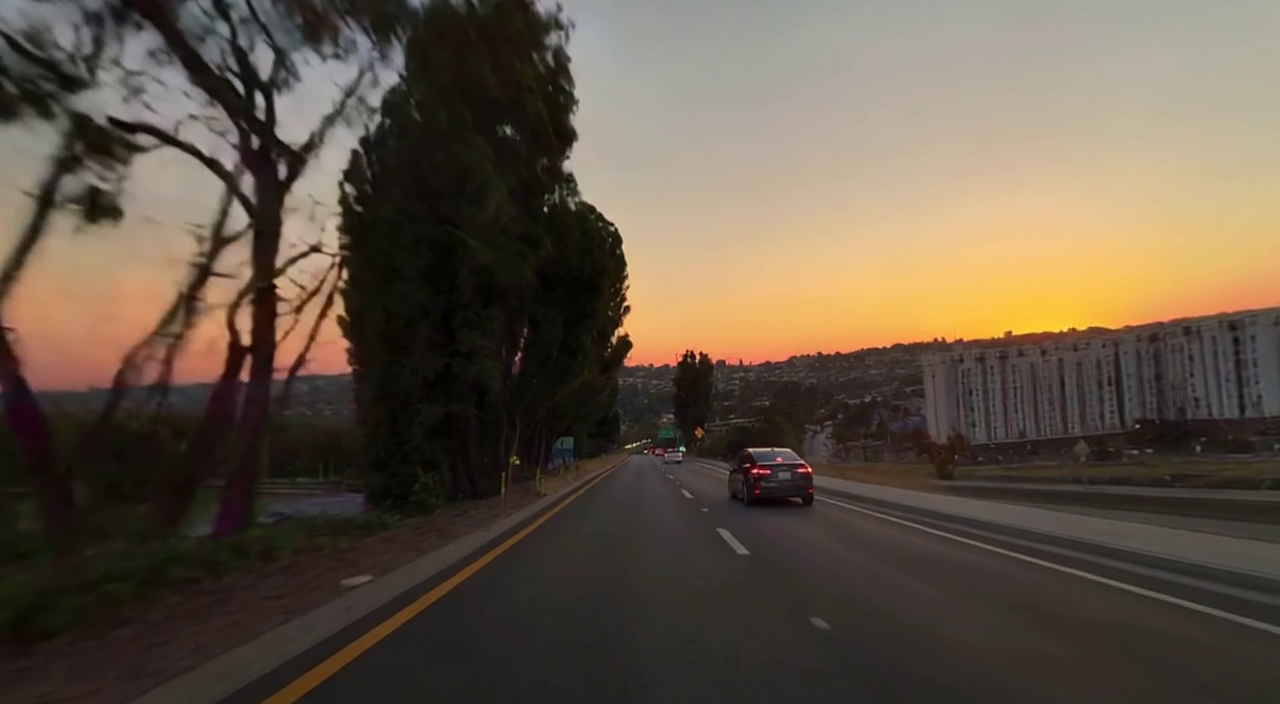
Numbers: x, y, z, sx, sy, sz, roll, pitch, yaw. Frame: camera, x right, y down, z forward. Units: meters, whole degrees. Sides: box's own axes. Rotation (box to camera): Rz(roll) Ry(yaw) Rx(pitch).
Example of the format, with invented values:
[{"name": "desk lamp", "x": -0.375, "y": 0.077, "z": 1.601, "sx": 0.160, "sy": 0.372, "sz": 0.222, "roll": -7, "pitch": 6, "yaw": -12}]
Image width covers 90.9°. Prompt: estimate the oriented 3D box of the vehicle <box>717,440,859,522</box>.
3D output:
[{"name": "vehicle", "x": 3.083, "y": 2.765, "z": 14.210, "sx": 2.042, "sy": 1.518, "sz": 4.477, "roll": 0, "pitch": -8, "yaw": -1}]
